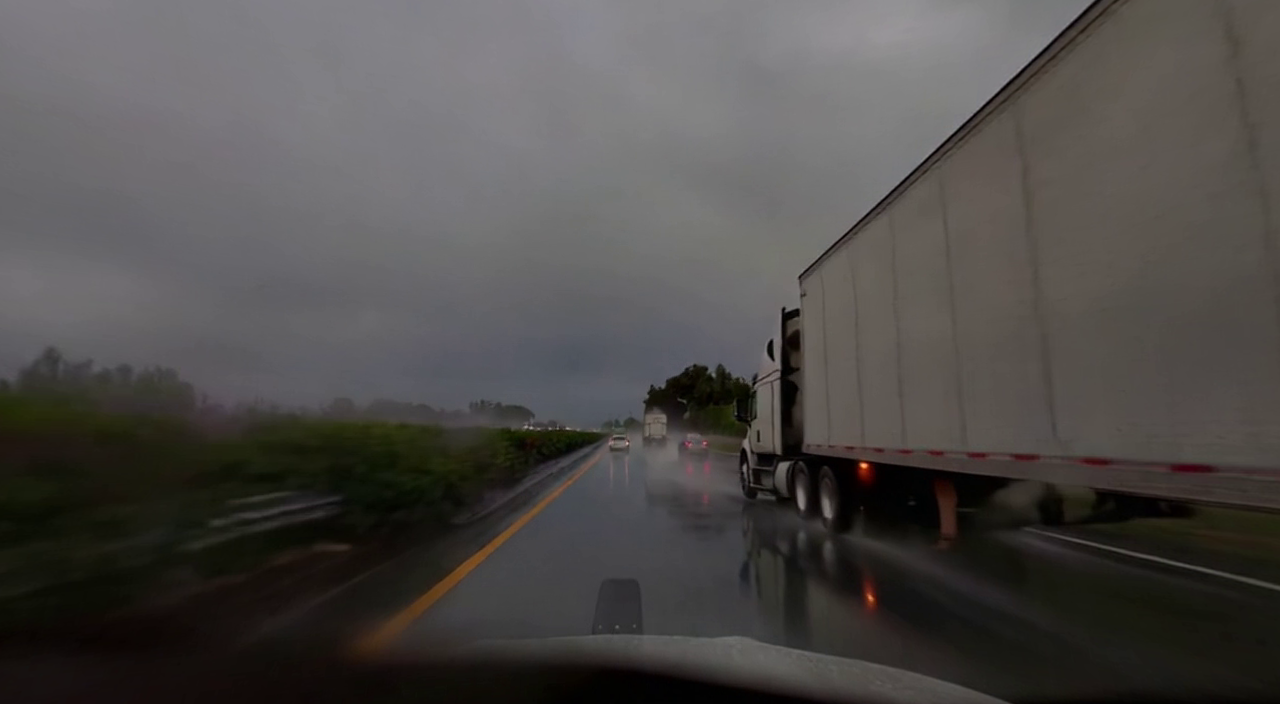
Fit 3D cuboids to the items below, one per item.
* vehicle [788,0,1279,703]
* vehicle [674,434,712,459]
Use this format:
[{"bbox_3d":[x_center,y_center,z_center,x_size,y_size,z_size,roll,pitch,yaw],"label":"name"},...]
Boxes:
[{"bbox_3d":[4.290,-0.166,4.160,2.965,4.033,14.299,0,-7,-1],"label":"vehicle"},{"bbox_3d":[3.237,5.886,39.377,1.813,1.454,4.197,0,-7,-2],"label":"vehicle"}]
